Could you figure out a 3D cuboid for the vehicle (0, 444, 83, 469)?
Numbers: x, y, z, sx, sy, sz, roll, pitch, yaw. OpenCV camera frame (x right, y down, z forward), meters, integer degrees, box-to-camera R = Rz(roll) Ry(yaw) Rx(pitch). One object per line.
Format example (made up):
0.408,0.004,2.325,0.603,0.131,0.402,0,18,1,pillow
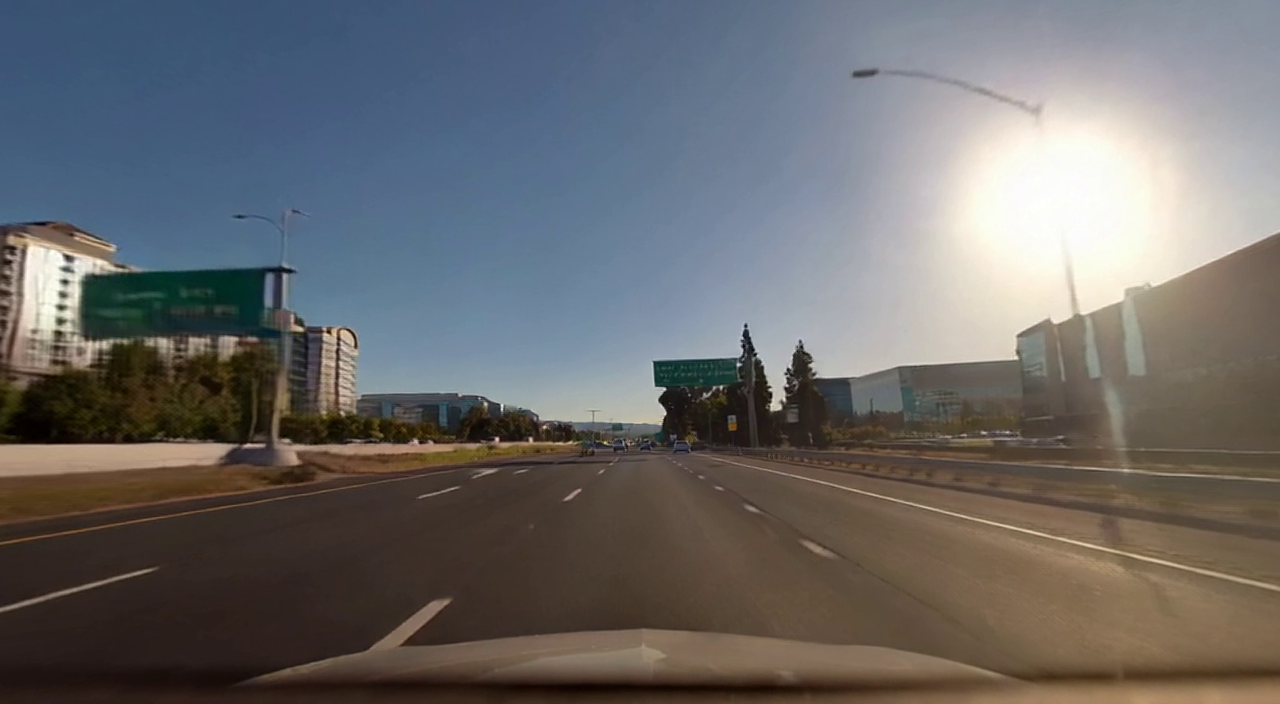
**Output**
-38.081,6.559,39.750,1.781,1.481,4.520,0,-8,0,vehicle

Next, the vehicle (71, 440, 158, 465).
-34.083,6.539,41.073,1.776,1.526,4.442,0,-8,0,vehicle

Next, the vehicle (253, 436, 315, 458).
-26.319,7.047,46.815,1.830,1.510,4.710,0,-8,0,vehicle
